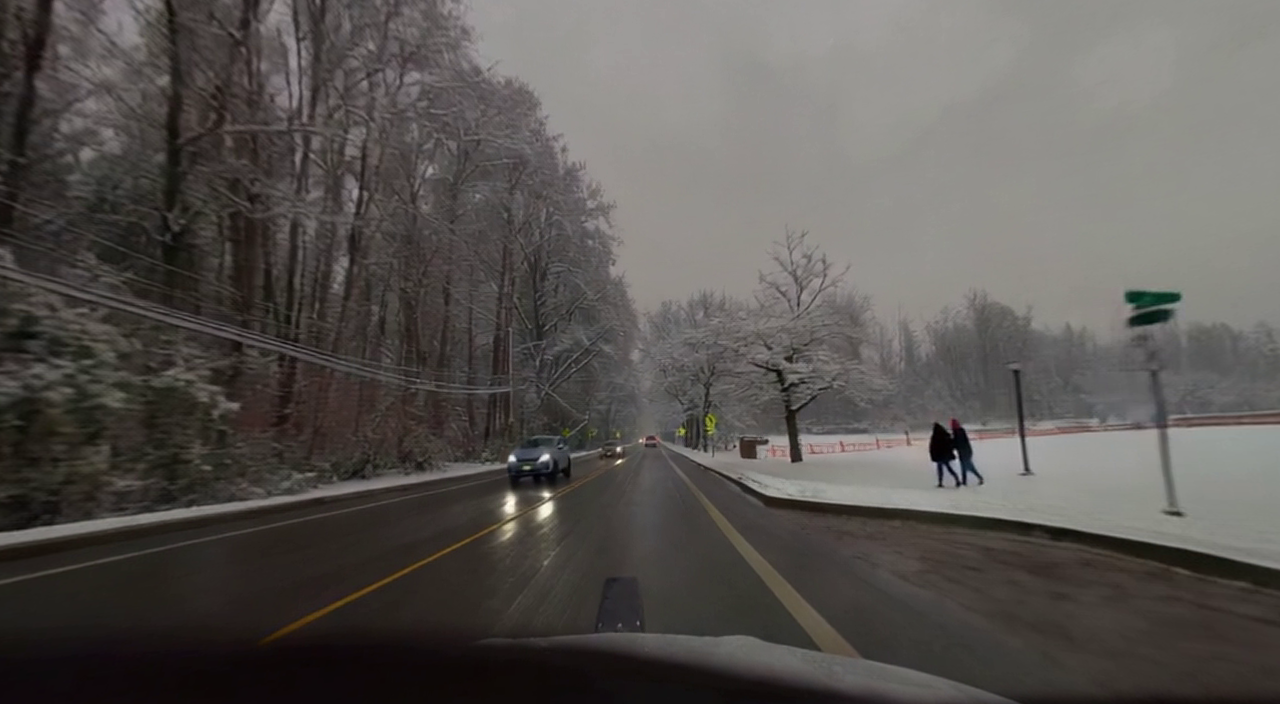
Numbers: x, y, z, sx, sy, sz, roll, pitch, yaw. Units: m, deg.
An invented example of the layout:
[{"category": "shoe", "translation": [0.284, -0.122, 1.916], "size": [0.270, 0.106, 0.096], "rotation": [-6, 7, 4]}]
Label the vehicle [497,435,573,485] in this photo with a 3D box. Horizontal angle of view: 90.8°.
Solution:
[{"category": "vehicle", "translation": [-3.647, 3.811, 22.689], "size": [1.898, 1.606, 3.927], "rotation": [-1, -8, 3]}]
